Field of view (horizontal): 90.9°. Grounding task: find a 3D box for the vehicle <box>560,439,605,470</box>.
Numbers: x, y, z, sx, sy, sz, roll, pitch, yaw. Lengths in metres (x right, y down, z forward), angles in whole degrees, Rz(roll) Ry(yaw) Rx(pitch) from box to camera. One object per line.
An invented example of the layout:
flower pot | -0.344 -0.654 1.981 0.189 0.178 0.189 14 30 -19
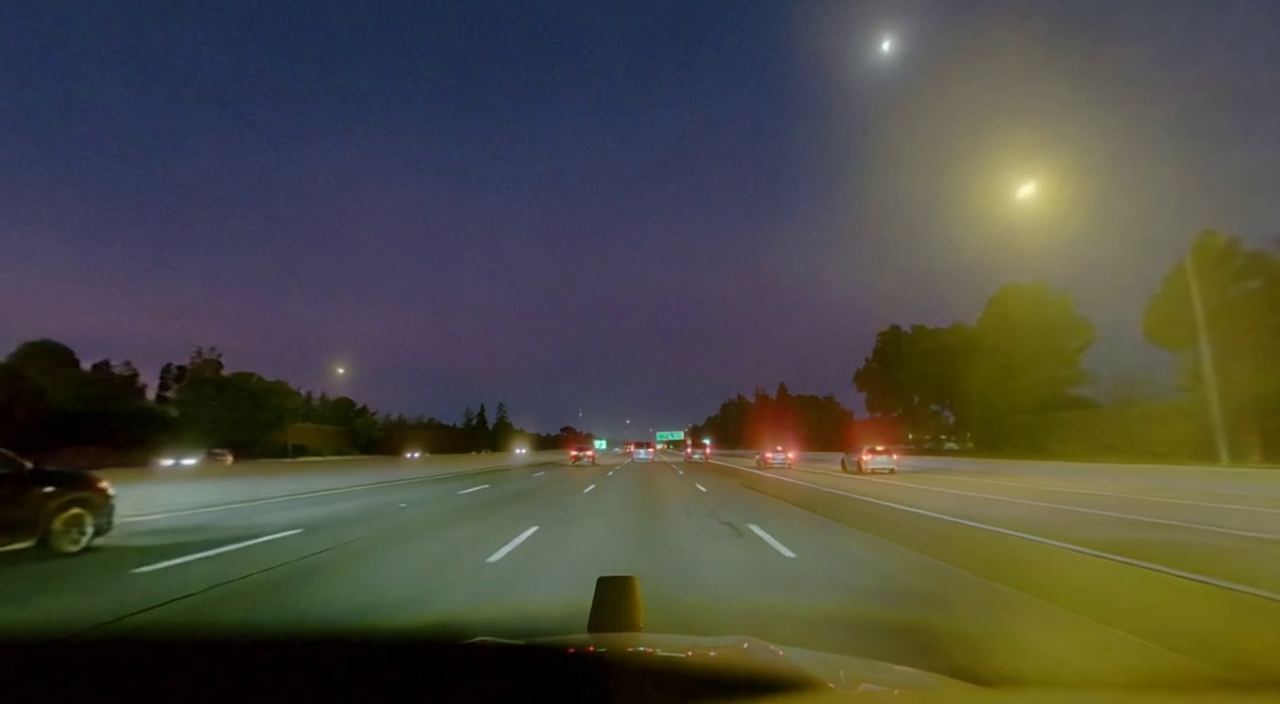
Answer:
vehicle | -3.412 6.186 38.377 2.118 1.750 4.875 0 -8 1

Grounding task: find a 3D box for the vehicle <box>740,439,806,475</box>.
vehicle | 6.669 5.298 32.120 2.196 1.659 4.451 0 -8 -2

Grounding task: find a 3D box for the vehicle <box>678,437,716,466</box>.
vehicle | 4.103 7.293 46.328 2.348 1.991 5.460 0 -8 0

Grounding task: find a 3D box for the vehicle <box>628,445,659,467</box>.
vehicle | 0.297 7.379 44.838 2.050 1.452 3.917 -1 -8 2
